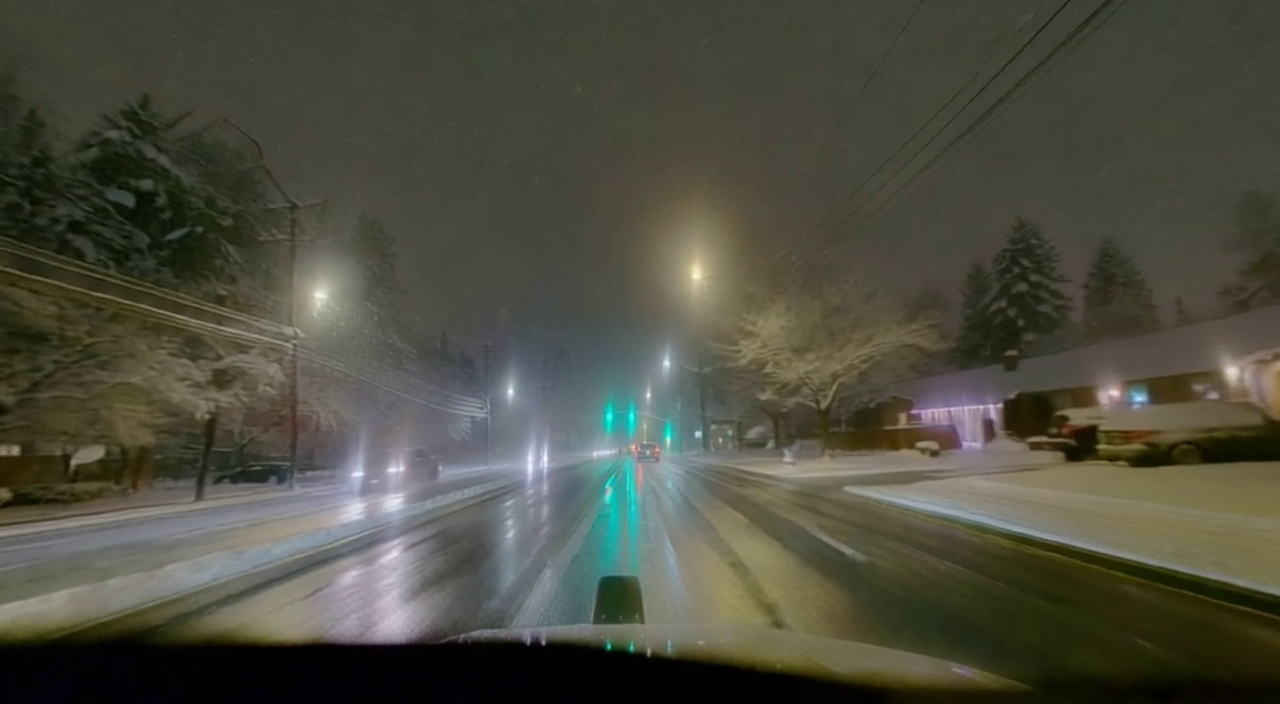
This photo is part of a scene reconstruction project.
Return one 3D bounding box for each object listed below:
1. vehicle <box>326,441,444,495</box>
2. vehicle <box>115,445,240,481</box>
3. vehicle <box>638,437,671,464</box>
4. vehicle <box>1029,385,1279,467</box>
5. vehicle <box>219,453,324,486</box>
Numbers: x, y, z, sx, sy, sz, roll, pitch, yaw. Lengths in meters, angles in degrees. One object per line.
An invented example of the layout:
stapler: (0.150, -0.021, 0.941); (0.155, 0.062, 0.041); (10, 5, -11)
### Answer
vehicle: (-10.306, 4.706, 26.222); (2.337, 1.963, 5.862); (-1, -8, 2)
vehicle: (-26.521, 6.371, 36.400); (5.412, 1.959, 2.230); (0, -8, 0)
vehicle: (1.004, 7.040, 45.126); (2.215, 1.799, 4.426); (0, -8, 0)
vehicle: (16.743, 2.413, 20.516); (6.339, 2.103, 2.660); (-4, -8, 0)
vehicle: (-20.863, 6.673, 35.947); (4.797, 1.518, 1.957); (-3, -8, 0)
